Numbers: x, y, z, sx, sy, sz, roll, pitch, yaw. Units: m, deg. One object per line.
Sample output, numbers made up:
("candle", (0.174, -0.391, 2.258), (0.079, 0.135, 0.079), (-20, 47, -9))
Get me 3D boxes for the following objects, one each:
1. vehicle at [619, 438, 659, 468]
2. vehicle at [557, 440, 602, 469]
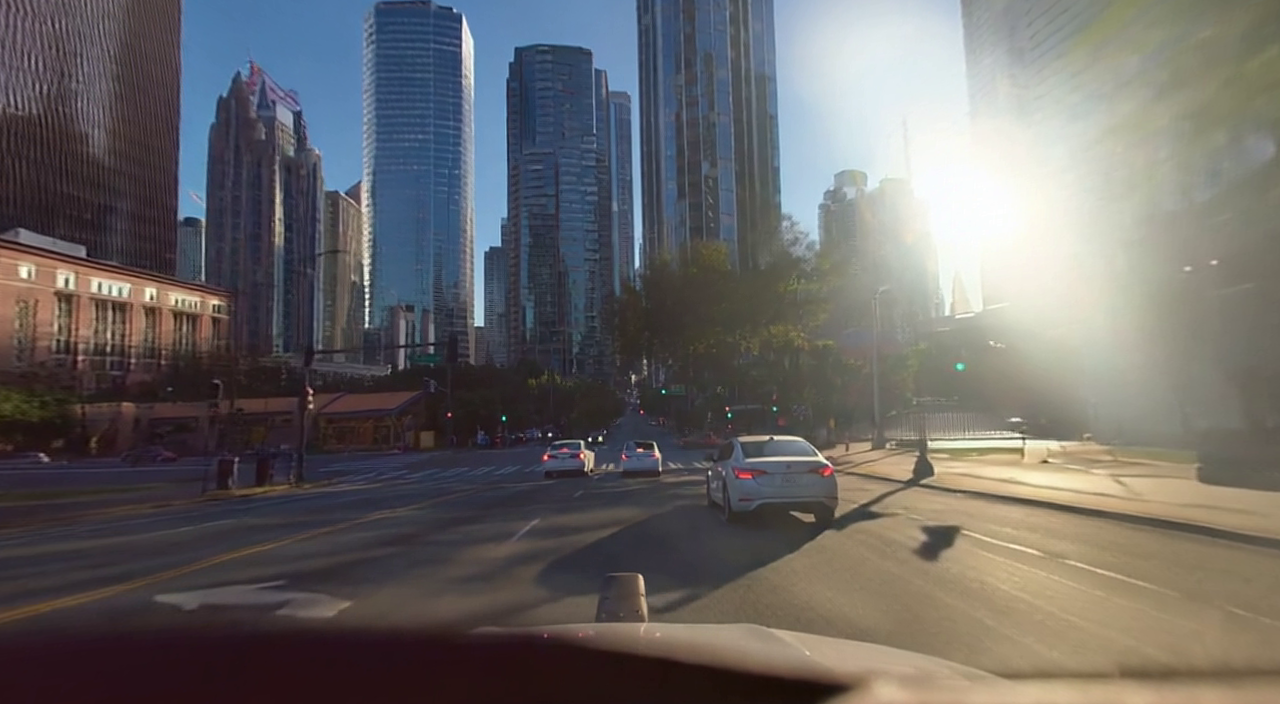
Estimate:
("vehicle", (-0.032, 5.380, 33.779), (2.016, 1.478, 3.795), (0, -8, 0))
("vehicle", (-3.247, 5.611, 34.865), (1.995, 1.479, 4.627), (0, -8, 0))
